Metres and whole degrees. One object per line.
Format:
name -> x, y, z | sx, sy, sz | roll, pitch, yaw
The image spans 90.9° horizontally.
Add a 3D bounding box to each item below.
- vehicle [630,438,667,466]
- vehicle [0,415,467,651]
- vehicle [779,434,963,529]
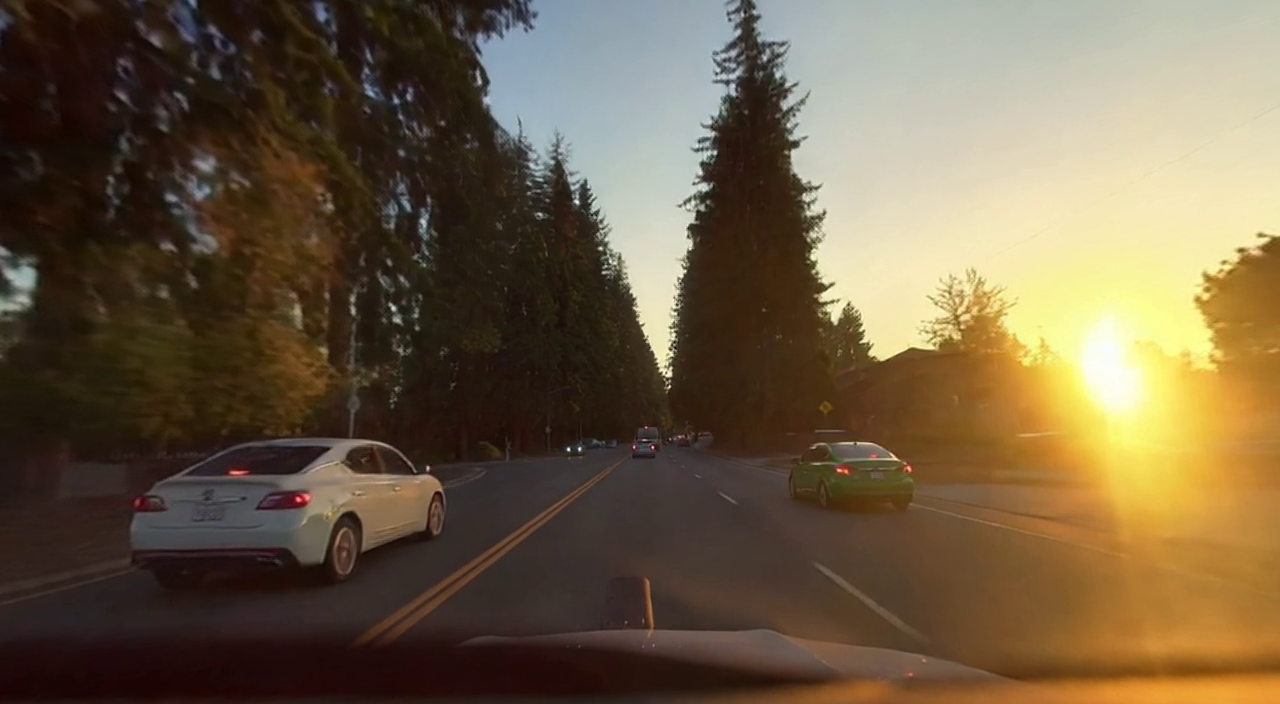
vehicle -> 0.588, 6.311, 40.060 | 2.206, 1.525, 4.695 | -1, -7, 1
vehicle -> -3.658, 1.533, 6.722 | 2.162, 1.546, 4.889 | -1, -7, 1
vehicle -> 4.228, 2.386, 12.450 | 1.943, 1.471, 4.515 | -1, -7, 0
